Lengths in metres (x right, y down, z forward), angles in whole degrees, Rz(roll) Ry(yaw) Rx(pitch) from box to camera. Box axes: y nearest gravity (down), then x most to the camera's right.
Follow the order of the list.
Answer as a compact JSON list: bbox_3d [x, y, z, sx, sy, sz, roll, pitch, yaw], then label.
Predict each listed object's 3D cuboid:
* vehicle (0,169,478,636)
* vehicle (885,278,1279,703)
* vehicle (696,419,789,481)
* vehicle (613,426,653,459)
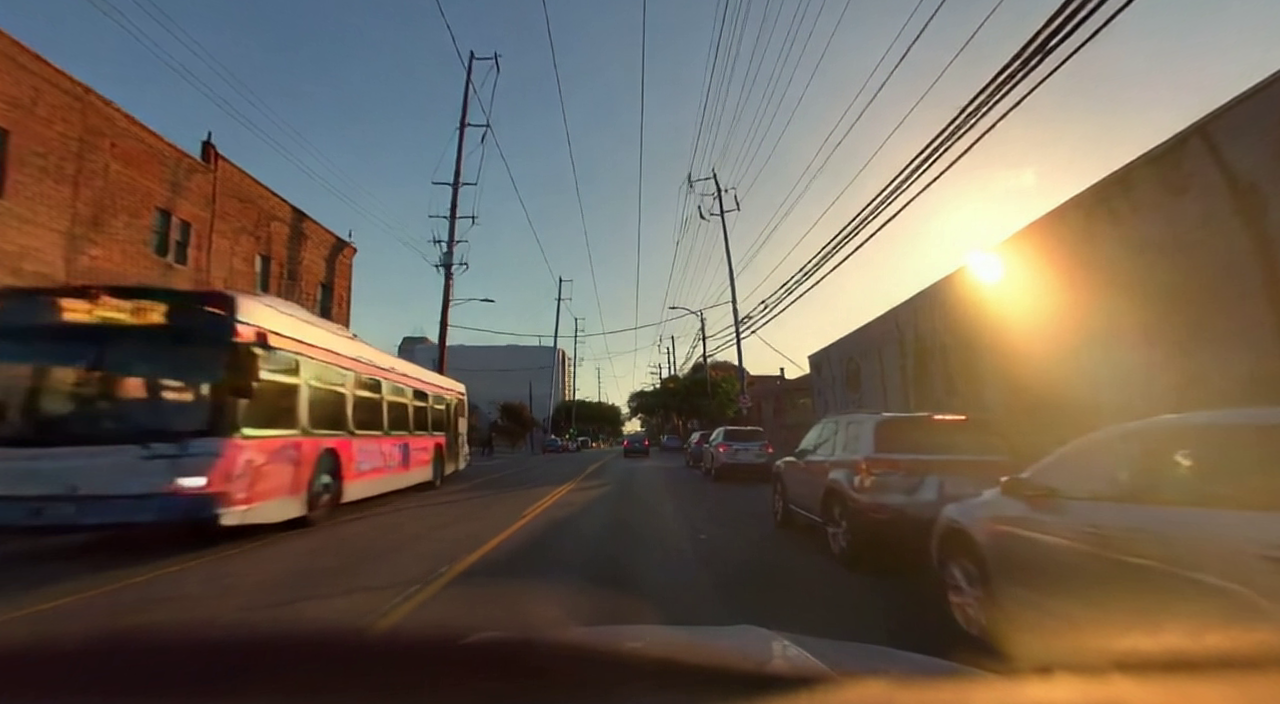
[{"bbox_3d":[-5.298,1.247,10.856,3.297,3.342,12.875,1,-9,-8],"label":"vehicle"},{"bbox_3d":[3.106,0.810,2.834,2.171,1.751,4.373,1,-10,-1],"label":"vehicle"},{"bbox_3d":[3.156,3.178,20.502,2.102,1.765,4.674,0,-9,-2],"label":"vehicle"},{"bbox_3d":[-0.402,5.365,37.269,2.190,1.783,4.048,0,-9,0],"label":"vehicle"}]
